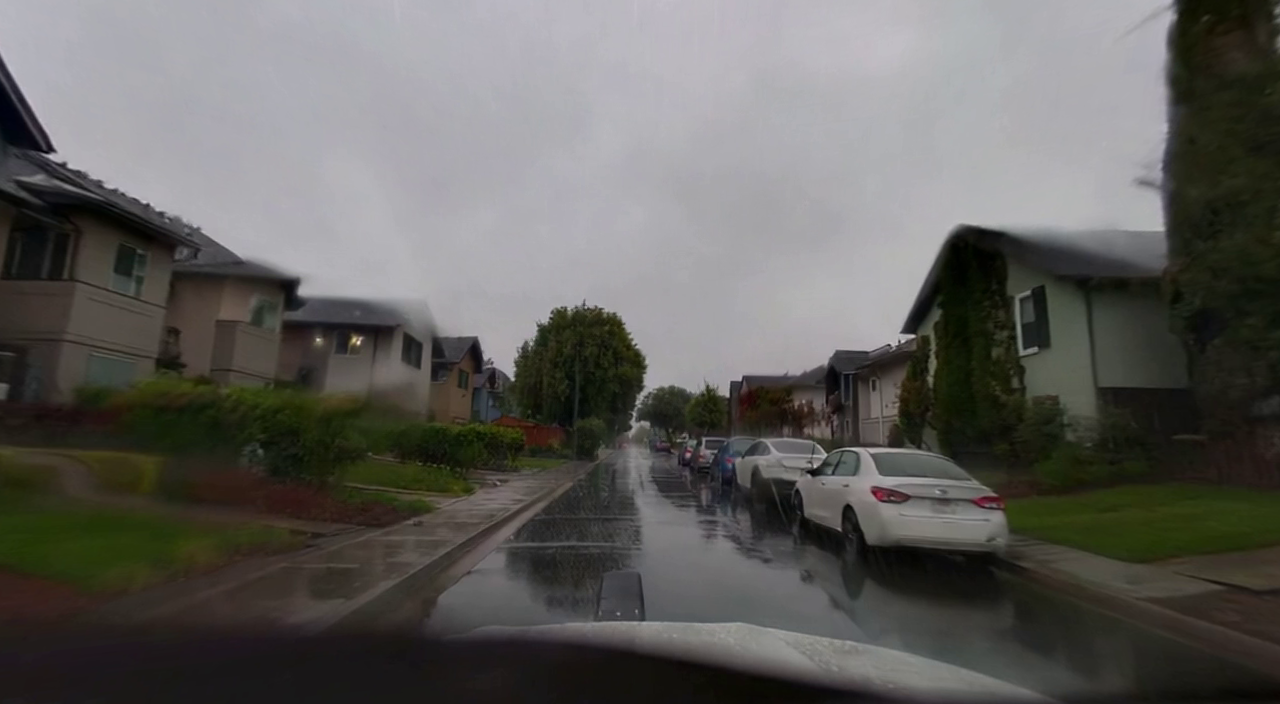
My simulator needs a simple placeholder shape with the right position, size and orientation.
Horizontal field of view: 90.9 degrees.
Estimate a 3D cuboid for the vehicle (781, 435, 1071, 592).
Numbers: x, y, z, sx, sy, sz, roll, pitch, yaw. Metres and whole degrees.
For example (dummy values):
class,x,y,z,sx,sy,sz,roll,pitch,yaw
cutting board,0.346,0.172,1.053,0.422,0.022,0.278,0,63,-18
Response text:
class,x,y,z,sx,sy,sz,roll,pitch,yaw
vehicle,3.158,1.804,8.009,1.759,1.464,3.993,0,-8,-1
